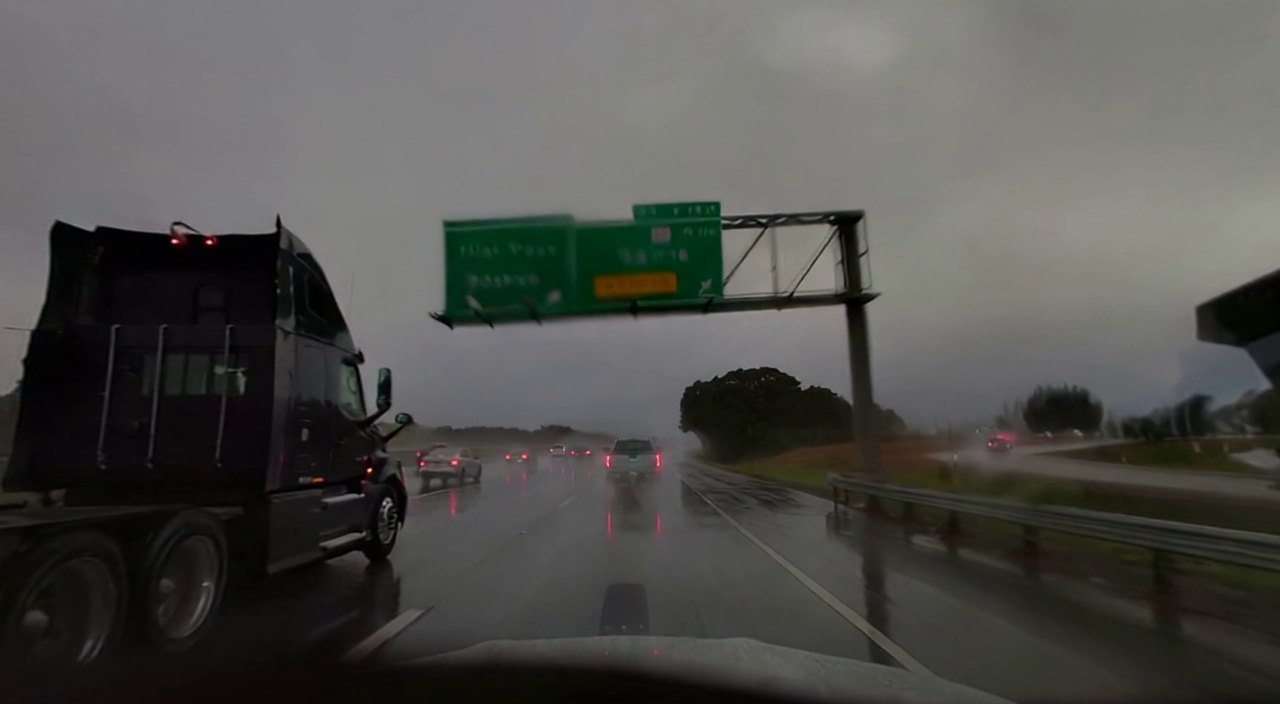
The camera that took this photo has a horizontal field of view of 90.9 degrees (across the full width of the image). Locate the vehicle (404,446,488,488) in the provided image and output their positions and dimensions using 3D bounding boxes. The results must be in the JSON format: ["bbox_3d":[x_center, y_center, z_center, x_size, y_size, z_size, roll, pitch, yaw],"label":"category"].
[{"bbox_3d":[-7.416,4.394,24.524,1.864,1.458,4.295,0,-9,0],"label":"vehicle"}]

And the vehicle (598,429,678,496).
[{"bbox_3d":[-0.014,3.289,19.016,2.152,1.779,3.924,0,-9,1],"label":"vehicle"}]

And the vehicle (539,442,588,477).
[{"bbox_3d":[-3.765,5.395,31.861,1.952,1.649,4.131,0,-9,0],"label":"vehicle"}]

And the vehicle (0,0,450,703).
[{"bbox_3d":[-3.790,-0.180,3.048,2.990,3.885,8.540,0,-9,0],"label":"vehicle"}]

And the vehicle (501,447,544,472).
[{"bbox_3d":[-7.399,6.753,39.967,1.869,1.466,4.217,0,-9,1],"label":"vehicle"}]
